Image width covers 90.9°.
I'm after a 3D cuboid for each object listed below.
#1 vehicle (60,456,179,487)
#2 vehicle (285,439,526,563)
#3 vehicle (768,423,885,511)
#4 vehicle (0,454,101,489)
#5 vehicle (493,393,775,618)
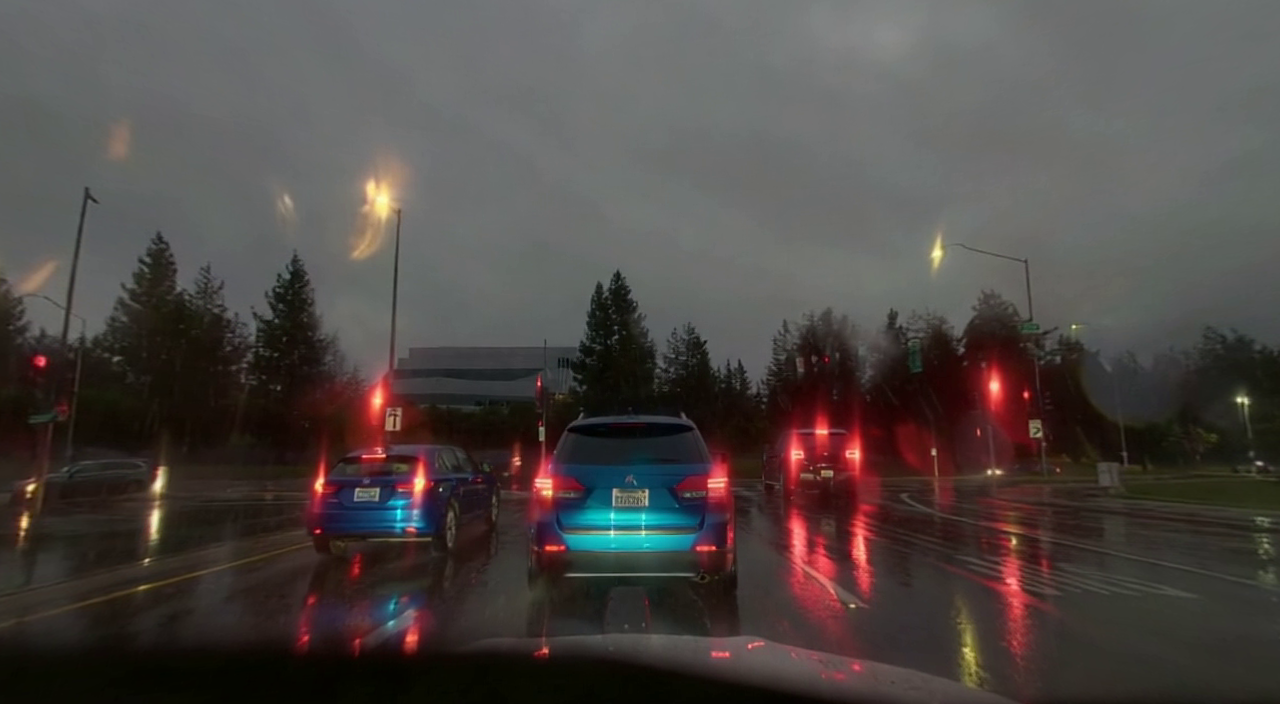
[{"bbox_3d":[-25.990,5.950,31.604,4.140,1.444,1.742,2,-9,-15],"label":"vehicle"},{"bbox_3d":[-3.206,2.099,9.764,1.913,1.453,4.413,0,-8,2],"label":"vehicle"},{"bbox_3d":[4.801,3.005,16.913,2.084,2.053,4.073,-1,-8,4],"label":"vehicle"},{"bbox_3d":[-27.015,5.290,27.974,4.198,1.444,1.765,2,-9,-16],"label":"vehicle"},{"bbox_3d":[-0.041,1.524,7.170,2.203,1.757,4.286,0,-8,0],"label":"vehicle"}]
